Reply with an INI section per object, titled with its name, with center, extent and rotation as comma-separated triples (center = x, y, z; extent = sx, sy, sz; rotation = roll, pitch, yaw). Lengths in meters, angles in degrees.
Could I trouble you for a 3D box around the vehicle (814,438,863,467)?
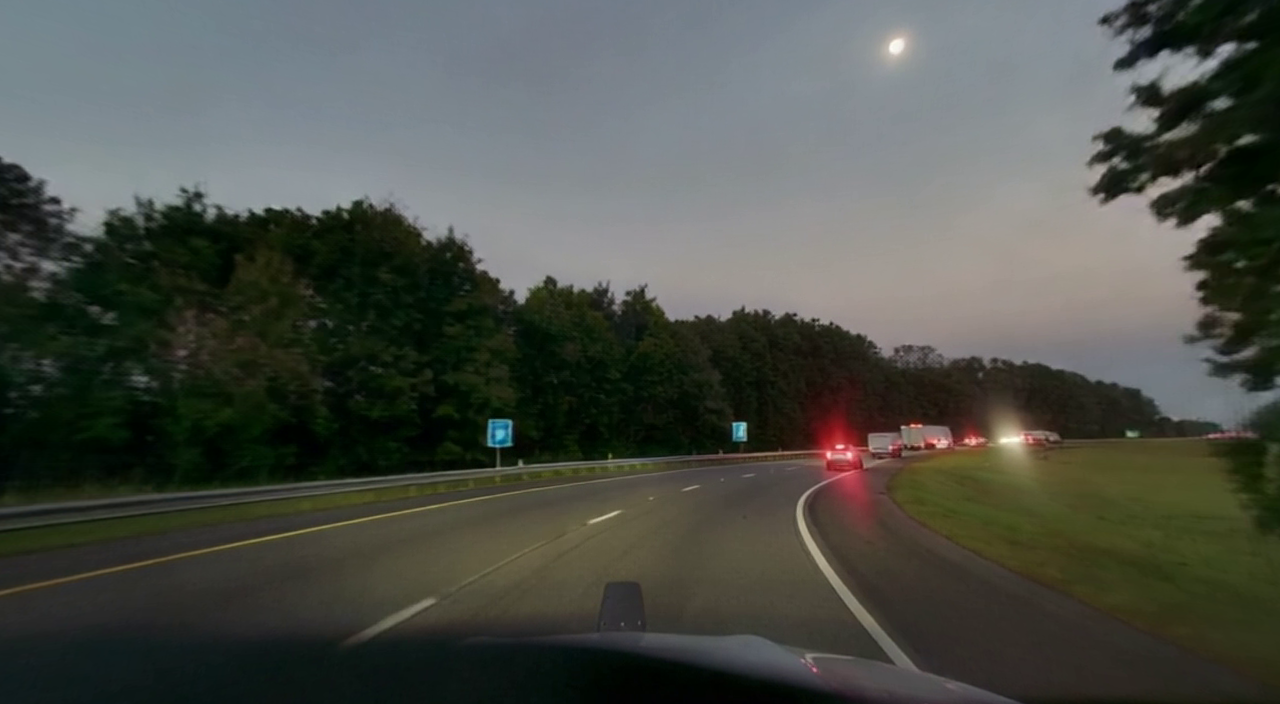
[vehicle]
center = 12.620, 6.347, 39.815
extent = 2.221, 1.674, 4.325
rotation = -5, -10, 26
